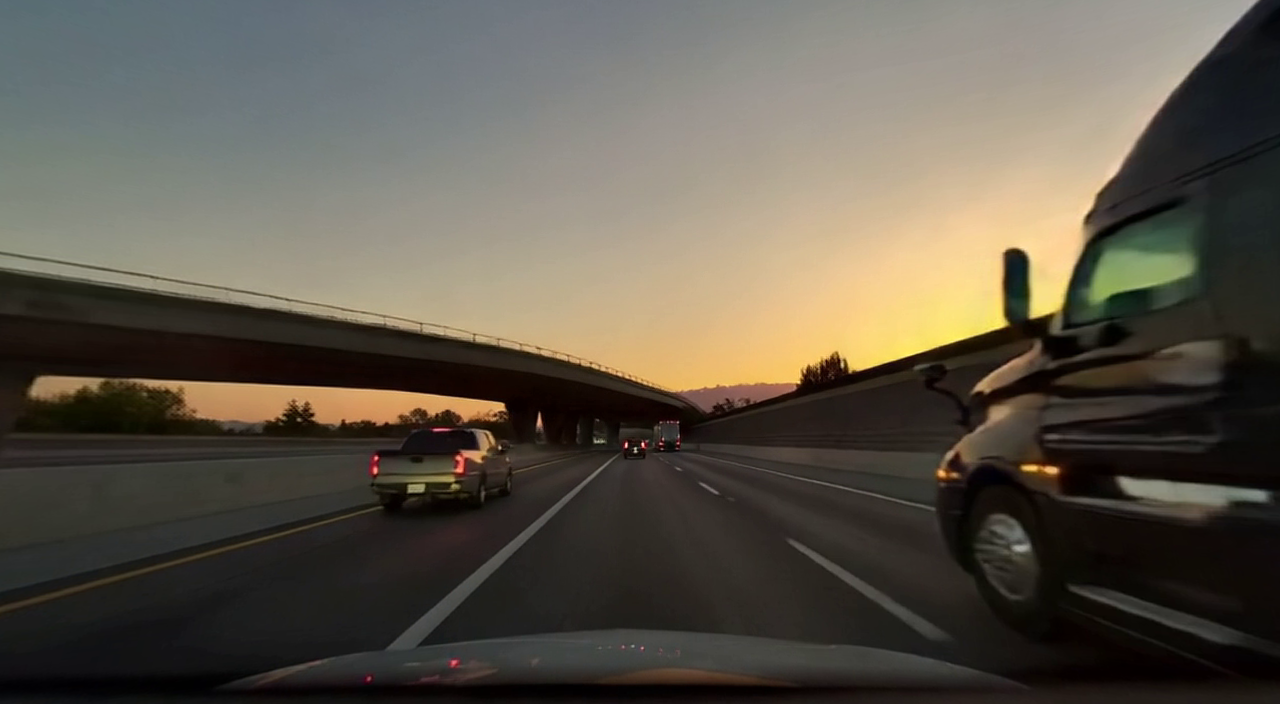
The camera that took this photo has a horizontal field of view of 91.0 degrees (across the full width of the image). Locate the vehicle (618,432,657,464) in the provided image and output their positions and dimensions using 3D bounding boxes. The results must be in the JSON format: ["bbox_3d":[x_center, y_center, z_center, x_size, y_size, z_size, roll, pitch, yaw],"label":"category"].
[{"bbox_3d":[-0.252,6.410,42.261,2.456,2.007,4.728,0,-8,-2],"label":"vehicle"}]

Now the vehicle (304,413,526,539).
[{"bbox_3d":[-3.599,2.077,11.218,2.326,1.761,4.450,-1,-8,0],"label":"vehicle"}]
